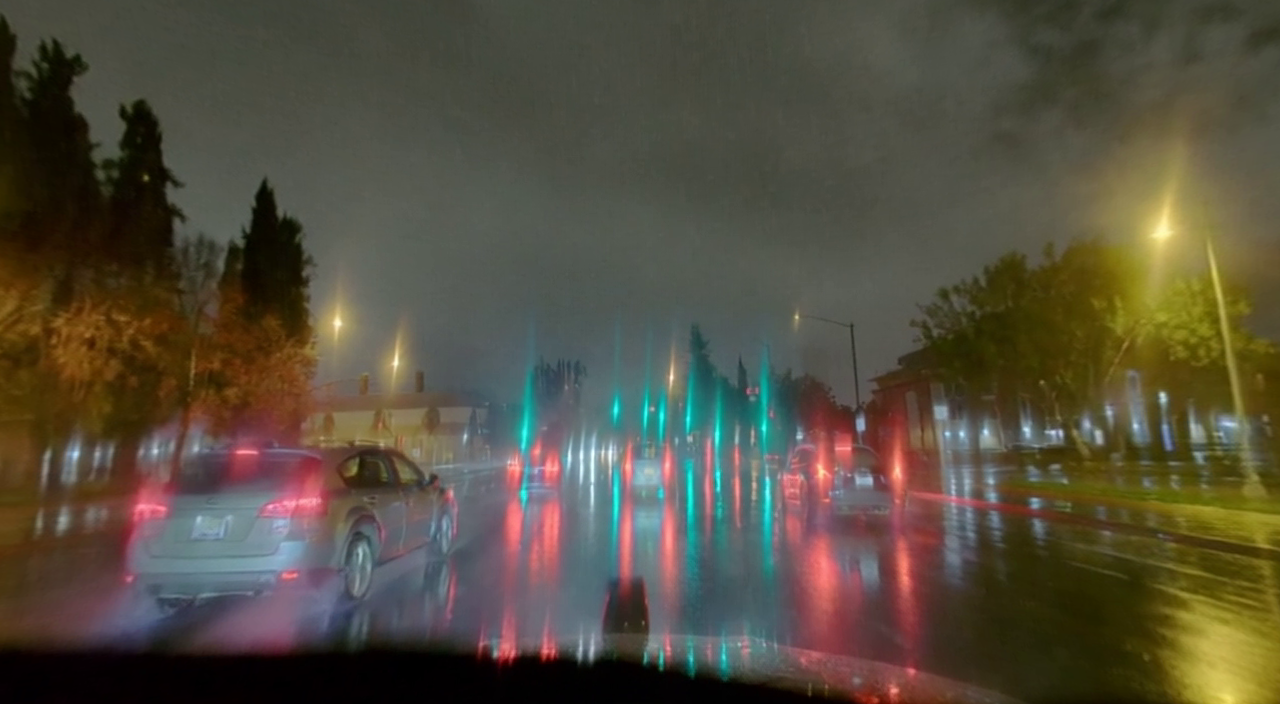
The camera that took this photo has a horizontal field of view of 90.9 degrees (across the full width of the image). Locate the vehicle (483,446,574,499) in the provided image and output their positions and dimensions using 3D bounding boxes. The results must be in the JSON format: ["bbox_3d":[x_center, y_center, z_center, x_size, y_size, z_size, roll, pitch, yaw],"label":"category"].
[{"bbox_3d":[-3.354,3.686,19.804,2.002,1.465,4.098,0,-8,2],"label":"vehicle"}]

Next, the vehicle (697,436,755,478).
[{"bbox_3d":[4.244,5.285,32.038,2.142,1.957,5.443,0,-8,0],"label":"vehicle"}]

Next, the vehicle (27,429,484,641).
[{"bbox_3d":[-3.294,1.633,6.733,2.038,1.481,4.379,0,-8,1],"label":"vehicle"}]

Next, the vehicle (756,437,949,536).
[{"bbox_3d":[3.681,2.397,11.943,1.990,1.486,4.431,0,-8,-2],"label":"vehicle"}]

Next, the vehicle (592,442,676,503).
[{"bbox_3d":[-0.190,3.306,17.760,2.101,1.480,3.929,0,-8,-1],"label":"vehicle"}]
